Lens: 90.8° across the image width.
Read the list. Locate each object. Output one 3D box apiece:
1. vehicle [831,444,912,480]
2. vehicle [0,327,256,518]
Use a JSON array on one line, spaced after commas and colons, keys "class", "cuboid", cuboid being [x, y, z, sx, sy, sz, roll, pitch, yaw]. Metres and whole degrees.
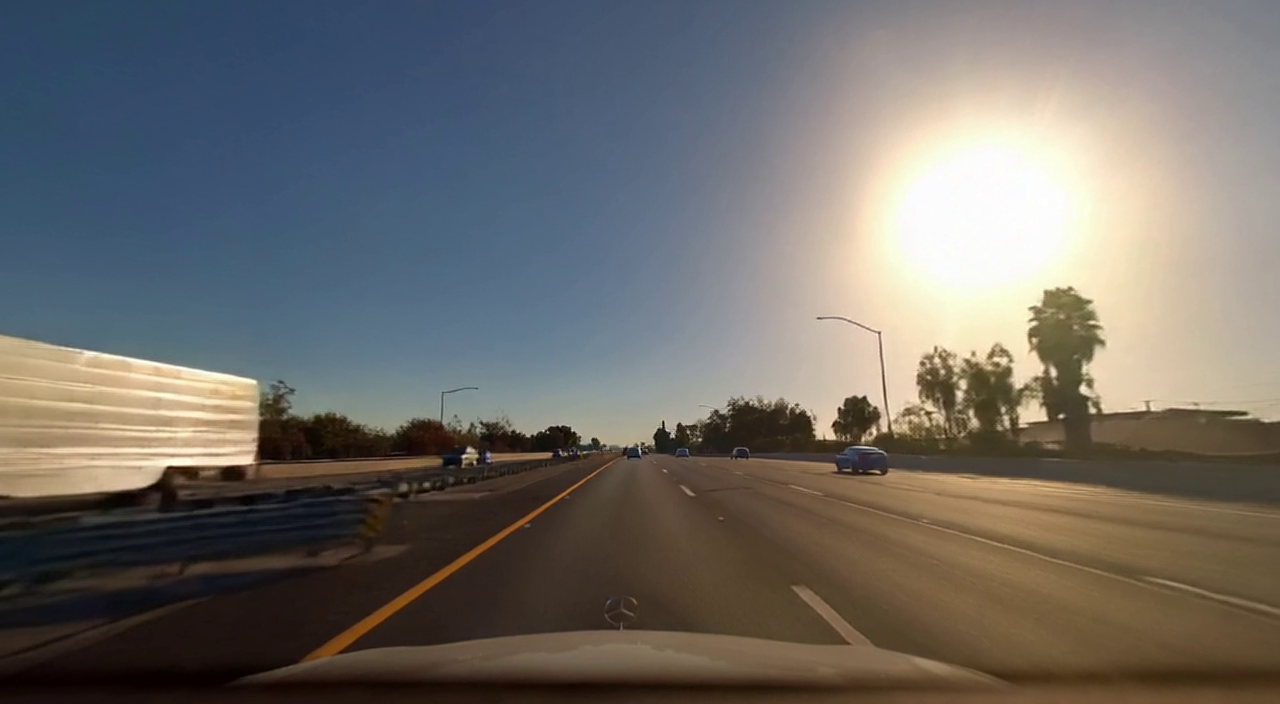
[{"class": "vehicle", "cuboid": [10.608, 5.064, 29.392, 2.024, 1.481, 4.747, 0, -8, 0]}, {"class": "vehicle", "cuboid": [-17.579, 2.031, 17.826, 3.115, 4.736, 16.407, 0, -8, 0]}]
